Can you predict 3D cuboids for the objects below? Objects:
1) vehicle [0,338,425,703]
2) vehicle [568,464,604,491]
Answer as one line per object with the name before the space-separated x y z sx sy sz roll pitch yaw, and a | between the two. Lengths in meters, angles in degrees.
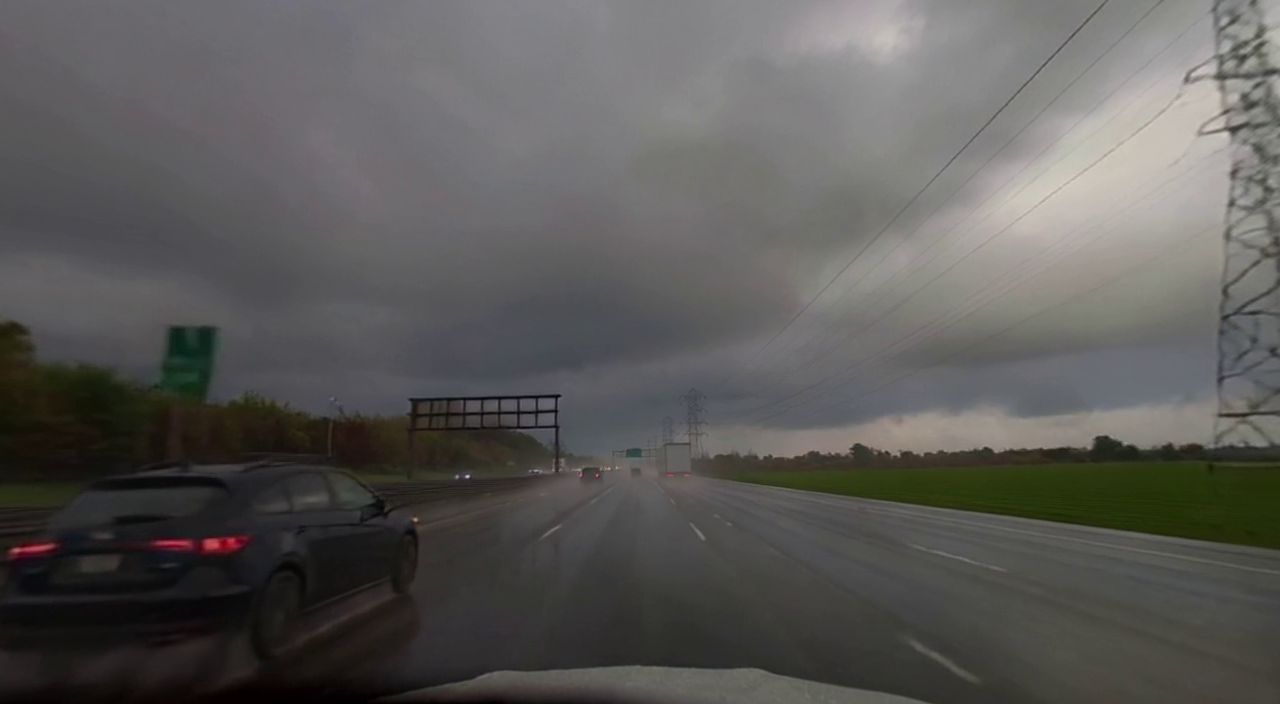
vehicle | -3.274 1.185 4.291 2.065 1.722 4.441 1 -11 -1
vehicle | -3.390 8.012 40.352 1.942 1.597 3.943 1 -11 0
